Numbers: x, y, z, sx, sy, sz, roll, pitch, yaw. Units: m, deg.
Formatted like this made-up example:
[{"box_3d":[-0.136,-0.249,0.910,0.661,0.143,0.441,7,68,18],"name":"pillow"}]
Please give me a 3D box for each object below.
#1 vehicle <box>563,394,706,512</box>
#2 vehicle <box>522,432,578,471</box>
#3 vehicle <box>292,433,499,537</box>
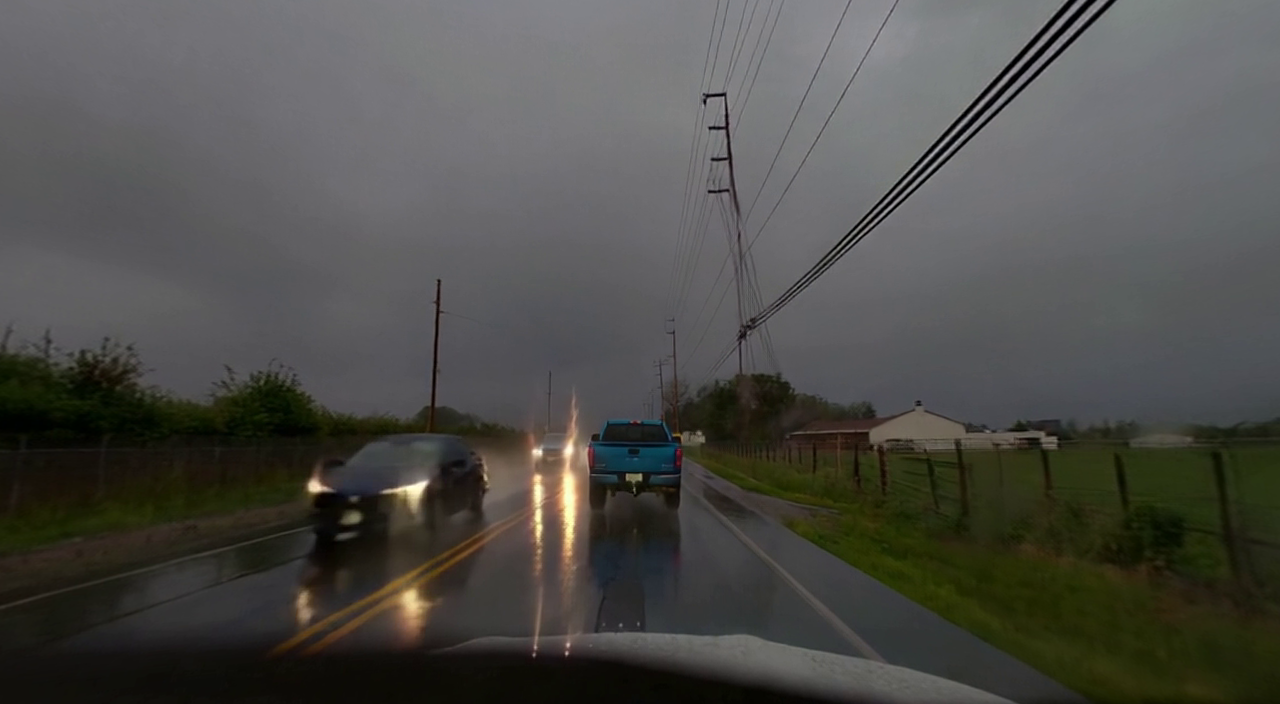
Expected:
[{"box_3d":[-0.154,2.336,14.919,2.693,2.223,5.885,0,-8,-1],"name":"vehicle"},{"box_3d":[-4.447,5.045,32.100,2.077,1.805,4.891,0,-8,1],"name":"vehicle"},{"box_3d":[-4.051,2.263,11.452,1.935,1.489,4.495,0,-8,0],"name":"vehicle"}]
